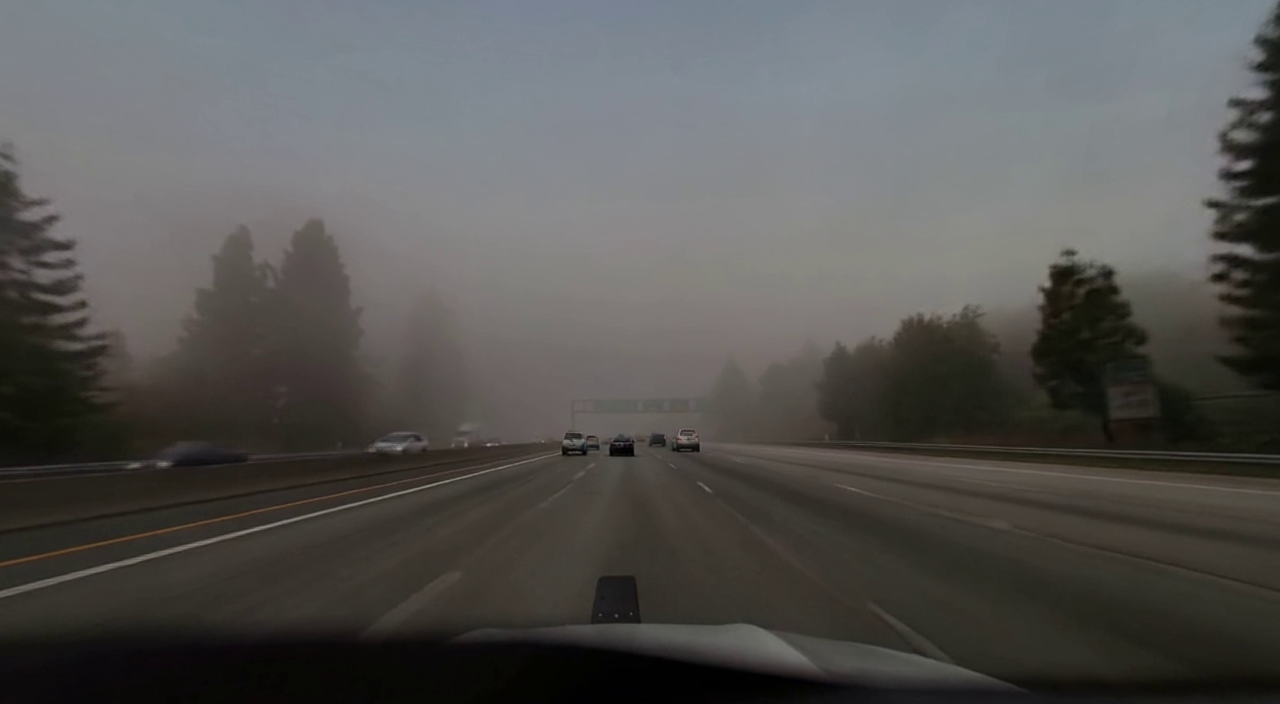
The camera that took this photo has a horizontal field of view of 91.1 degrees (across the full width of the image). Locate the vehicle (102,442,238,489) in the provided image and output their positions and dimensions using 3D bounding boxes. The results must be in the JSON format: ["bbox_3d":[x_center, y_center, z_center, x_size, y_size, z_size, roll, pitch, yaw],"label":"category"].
[{"bbox_3d":[-17.294,4.151,23.435,1.886,1.517,4.079,0,-8,0],"label":"vehicle"}]

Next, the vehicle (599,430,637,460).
[{"bbox_3d":[-1.288,5.518,37.493,2.119,1.629,3.946,0,-8,-2],"label":"vehicle"}]

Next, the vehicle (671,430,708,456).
[{"bbox_3d":[3.312,6.213,42.882,2.066,1.673,4.225,0,-8,-2],"label":"vehicle"}]

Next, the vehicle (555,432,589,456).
[{"bbox_3d":[-4.796,6.549,44.818,2.046,1.658,4.008,0,-8,0],"label":"vehicle"}]

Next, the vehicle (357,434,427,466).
[{"bbox_3d":[-14.127,5.588,36.092,2.066,1.693,4.782,0,-8,0],"label":"vehicle"}]
